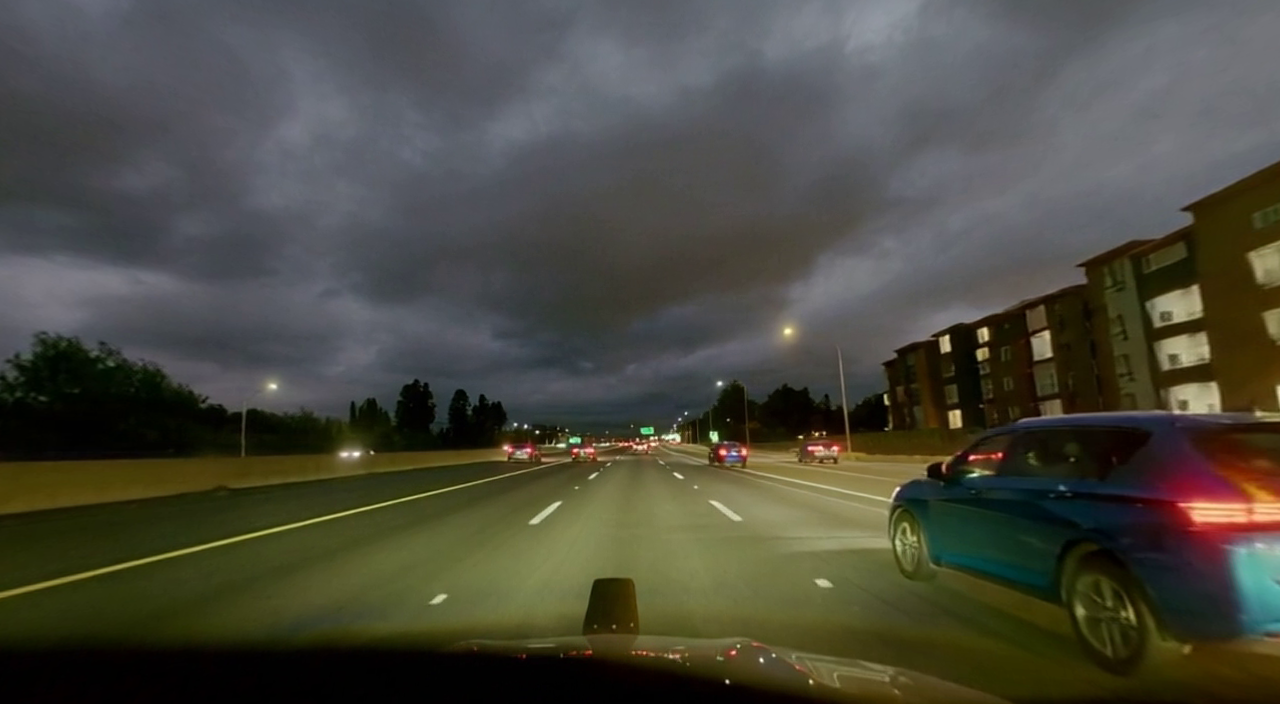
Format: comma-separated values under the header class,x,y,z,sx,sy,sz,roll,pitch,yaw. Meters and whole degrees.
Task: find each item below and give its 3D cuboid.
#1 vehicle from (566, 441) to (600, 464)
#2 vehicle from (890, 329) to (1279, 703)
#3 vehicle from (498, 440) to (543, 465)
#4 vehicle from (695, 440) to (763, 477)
class,x,y,z,sx,sy,sz,roll,pitch,yaw
vehicle,-3.846,6.852,43.247,2.002,1.466,4.378,0,-9,0
vehicle,3.455,0.975,3.774,2.080,1.694,4.286,0,-9,-1
vehicle,-7.673,6.534,41.069,2.021,1.496,4.495,0,-9,0
vehicle,3.733,4.564,27.358,2.061,1.459,4.273,1,-9,-4
